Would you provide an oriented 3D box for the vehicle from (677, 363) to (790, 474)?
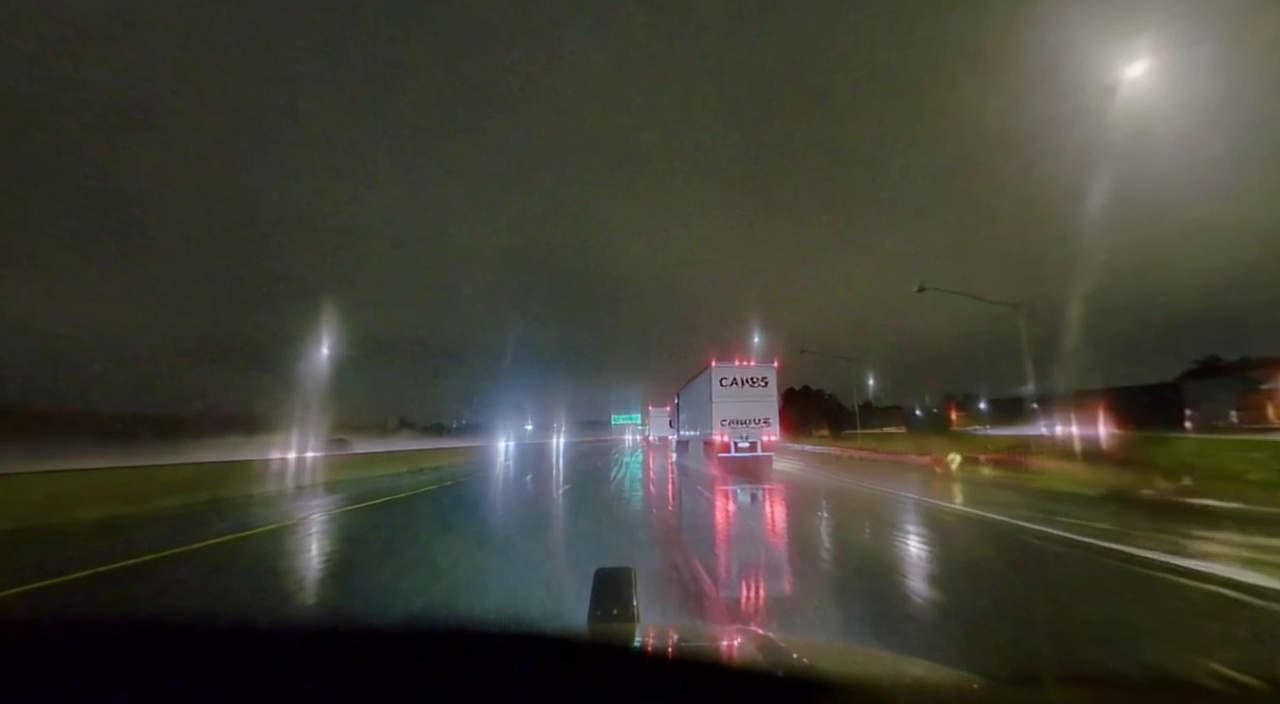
[{"bbox_3d":[3.885,3.453,30.561,2.976,4.064,14.619,0,-8,-1],"label":"vehicle"}]
